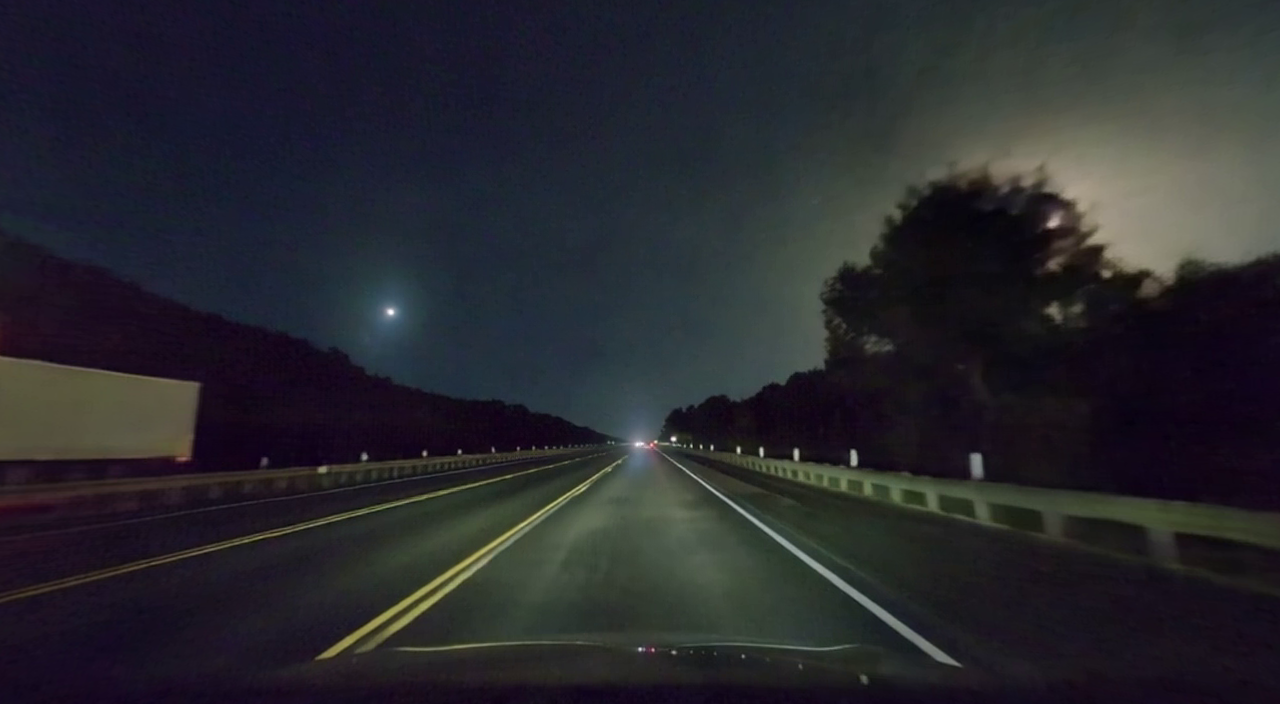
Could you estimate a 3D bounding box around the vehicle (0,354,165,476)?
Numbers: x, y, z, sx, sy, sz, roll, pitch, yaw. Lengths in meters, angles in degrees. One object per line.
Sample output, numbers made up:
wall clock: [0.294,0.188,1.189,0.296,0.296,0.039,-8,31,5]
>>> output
vehicle: [-22.566,2.014,20.353,3.159,3.961,14.169,0,-8,1]
